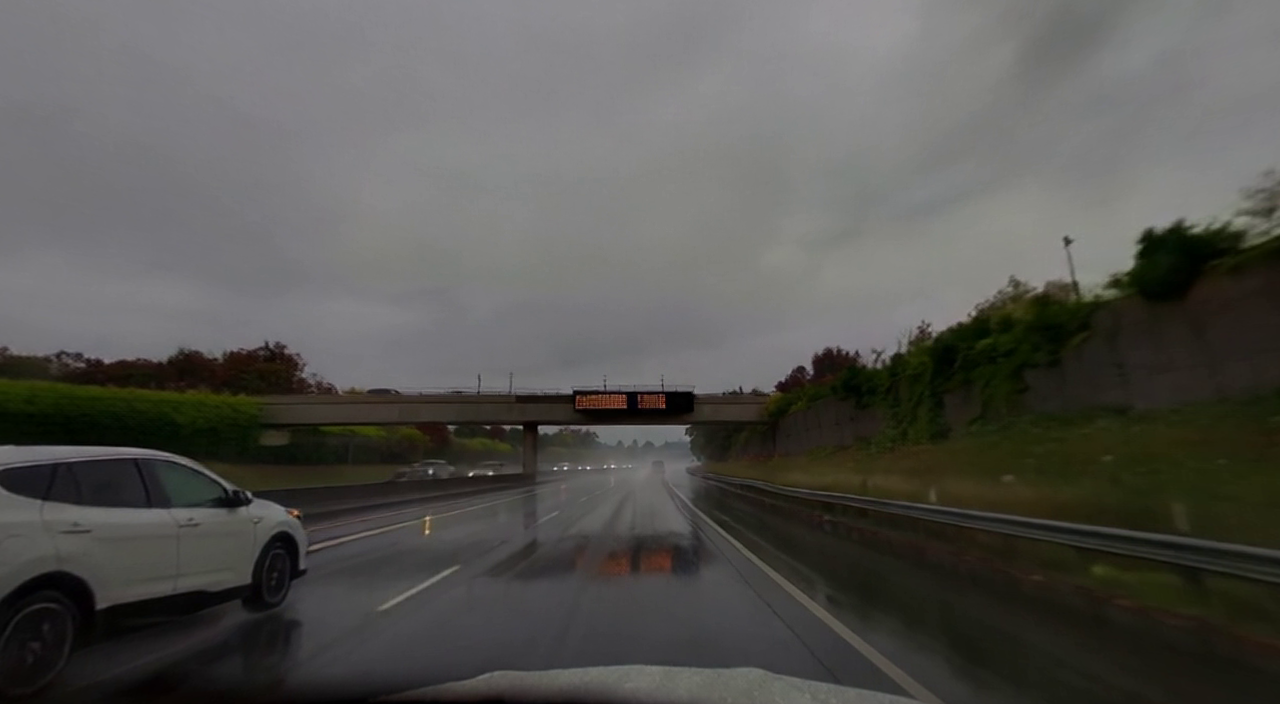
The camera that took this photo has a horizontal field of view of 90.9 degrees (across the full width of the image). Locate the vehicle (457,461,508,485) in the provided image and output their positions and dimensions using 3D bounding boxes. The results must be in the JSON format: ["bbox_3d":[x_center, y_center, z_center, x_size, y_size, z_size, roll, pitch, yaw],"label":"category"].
[{"bbox_3d":[-10.397,8.041,41.843,2.082,1.462,4.201,1,-11,3],"label":"vehicle"}]

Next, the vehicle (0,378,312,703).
[{"bbox_3d":[-4.125,1.040,3.393,2.141,1.697,4.641,1,-11,0],"label":"vehicle"}]

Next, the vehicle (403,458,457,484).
[{"bbox_3d":[-15.086,8.587,45.546,2.022,1.687,4.737,1,-11,3],"label":"vehicle"}]
